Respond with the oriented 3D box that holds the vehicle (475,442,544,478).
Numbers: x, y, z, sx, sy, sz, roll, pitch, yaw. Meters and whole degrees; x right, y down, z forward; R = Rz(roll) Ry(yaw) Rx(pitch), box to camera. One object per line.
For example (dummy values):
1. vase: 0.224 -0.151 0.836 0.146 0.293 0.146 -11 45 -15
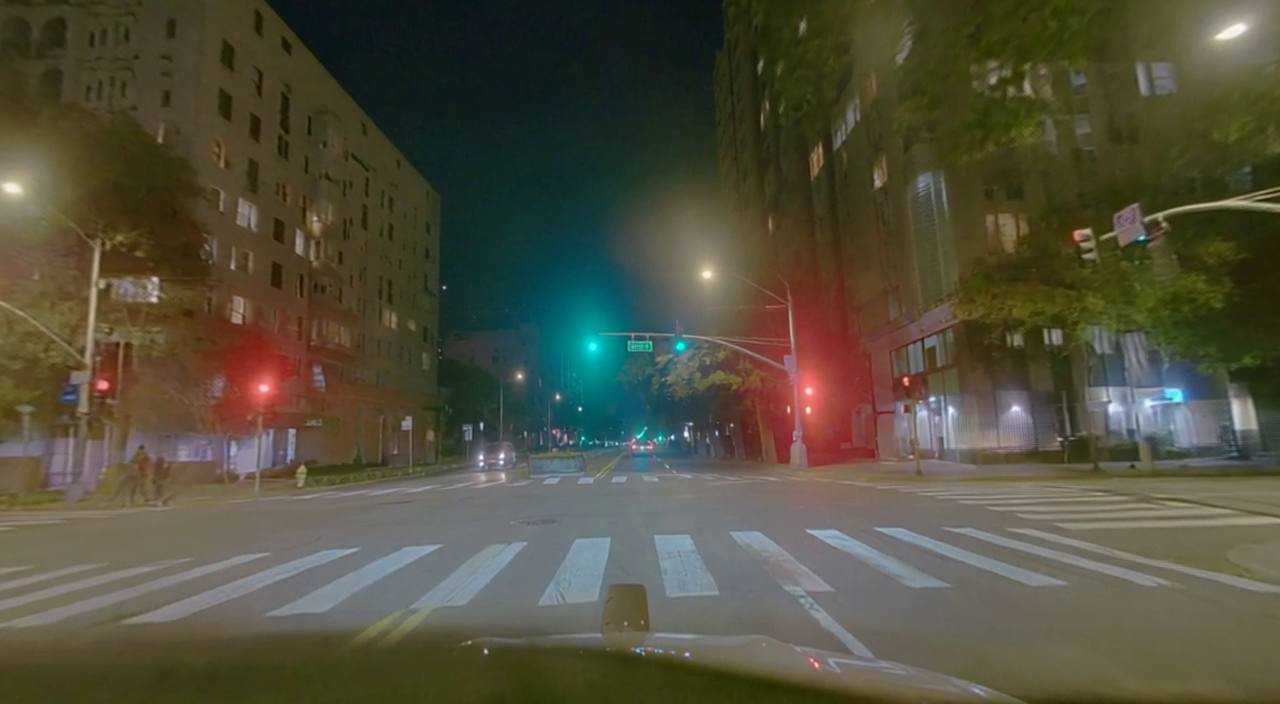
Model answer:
1. vehicle: -5.816 4.879 28.732 2.127 1.473 4.428 0 -8 1
